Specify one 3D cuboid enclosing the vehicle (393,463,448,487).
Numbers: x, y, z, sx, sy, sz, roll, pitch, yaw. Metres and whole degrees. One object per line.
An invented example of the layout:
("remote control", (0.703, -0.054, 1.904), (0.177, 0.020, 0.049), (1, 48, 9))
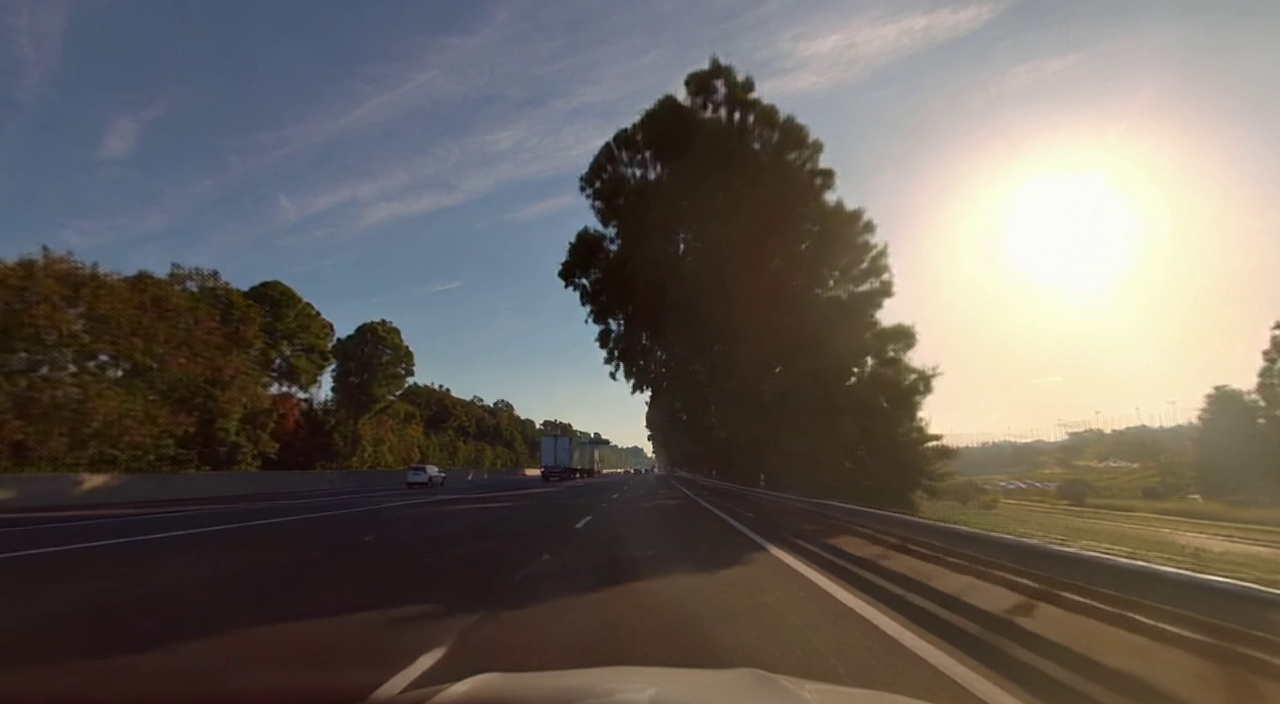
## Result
("vehicle", (-13.952, 7.856, 40.317), (1.745, 1.430, 4.252), (0, -10, 4))
